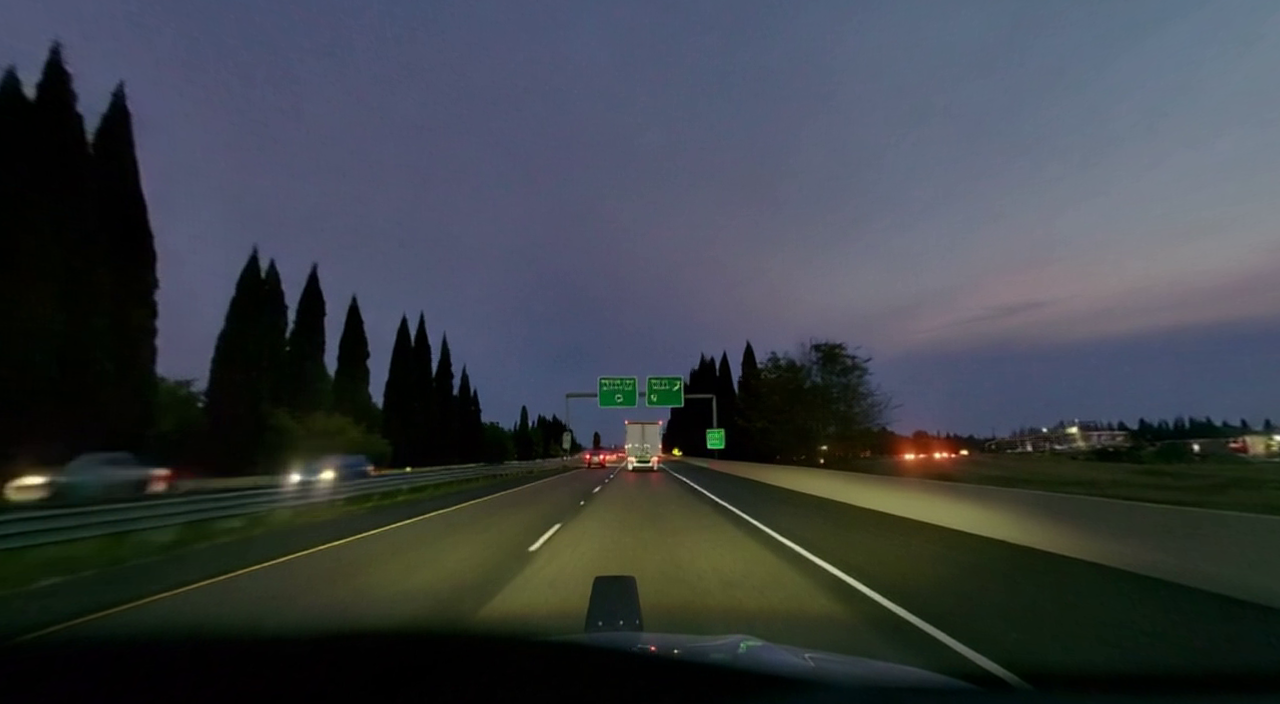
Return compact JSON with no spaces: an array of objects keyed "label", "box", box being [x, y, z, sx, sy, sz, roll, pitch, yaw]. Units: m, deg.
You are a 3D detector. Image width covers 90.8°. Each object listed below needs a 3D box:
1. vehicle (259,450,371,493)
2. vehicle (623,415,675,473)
[{"label":"vehicle","box":[-12.340,4.536,24.324,1.979,1.498,4.431,0,-9,-1]},{"label":"vehicle","box":[0.340,7.360,49.982,3.341,3.725,18.015,0,-9,-1]}]
